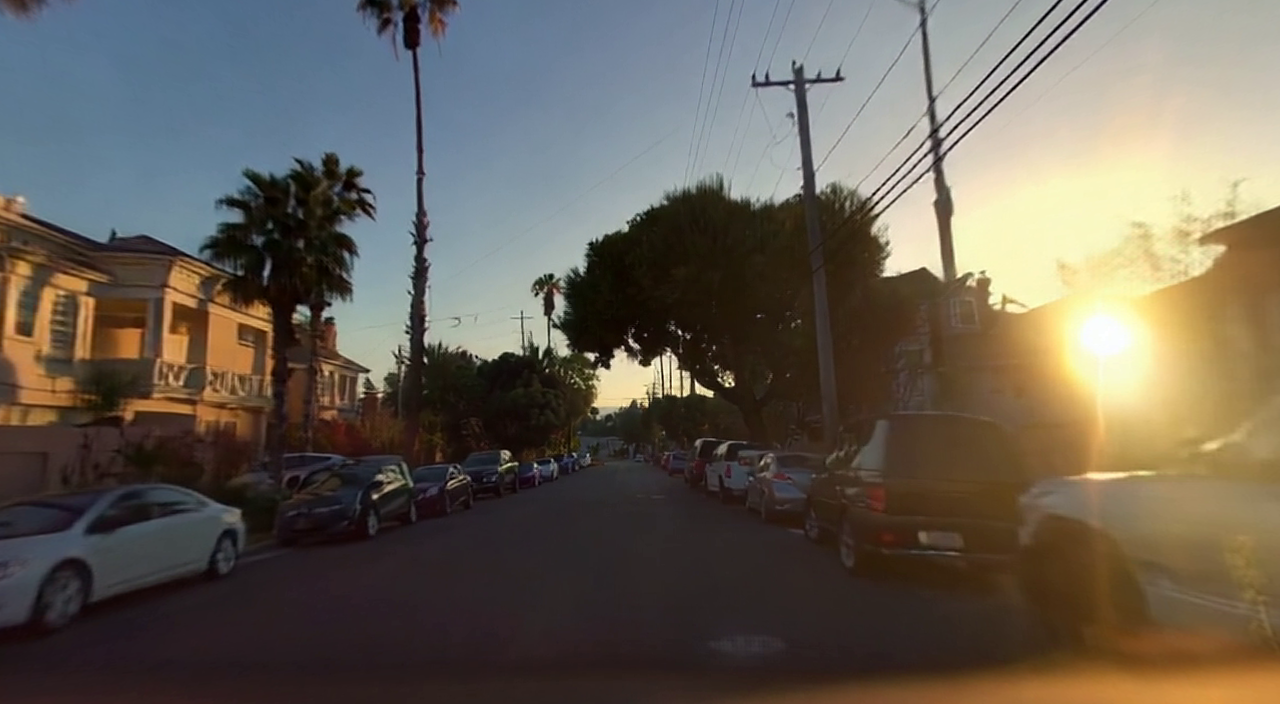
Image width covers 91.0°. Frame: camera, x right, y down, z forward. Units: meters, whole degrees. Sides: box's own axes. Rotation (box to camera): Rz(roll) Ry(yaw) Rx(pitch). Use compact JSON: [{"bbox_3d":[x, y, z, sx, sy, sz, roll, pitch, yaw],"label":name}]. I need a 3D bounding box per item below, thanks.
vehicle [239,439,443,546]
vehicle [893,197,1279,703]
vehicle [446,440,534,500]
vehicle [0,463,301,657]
[{"bbox_3d":[-6.330,2.976,14.197,2.349,1.952,4.848,0,-8,-2],"label":"vehicle"},{"bbox_3d":[2.906,0.468,1.085,2.268,1.953,6.124,0,-8,-1],"label":"vehicle"},{"bbox_3d":[-6.156,4.880,26.773,2.281,2.248,5.873,0,-8,0],"label":"vehicle"},{"bbox_3d":[-6.287,2.147,7.605,1.874,1.449,4.622,0,-8,-1],"label":"vehicle"}]
